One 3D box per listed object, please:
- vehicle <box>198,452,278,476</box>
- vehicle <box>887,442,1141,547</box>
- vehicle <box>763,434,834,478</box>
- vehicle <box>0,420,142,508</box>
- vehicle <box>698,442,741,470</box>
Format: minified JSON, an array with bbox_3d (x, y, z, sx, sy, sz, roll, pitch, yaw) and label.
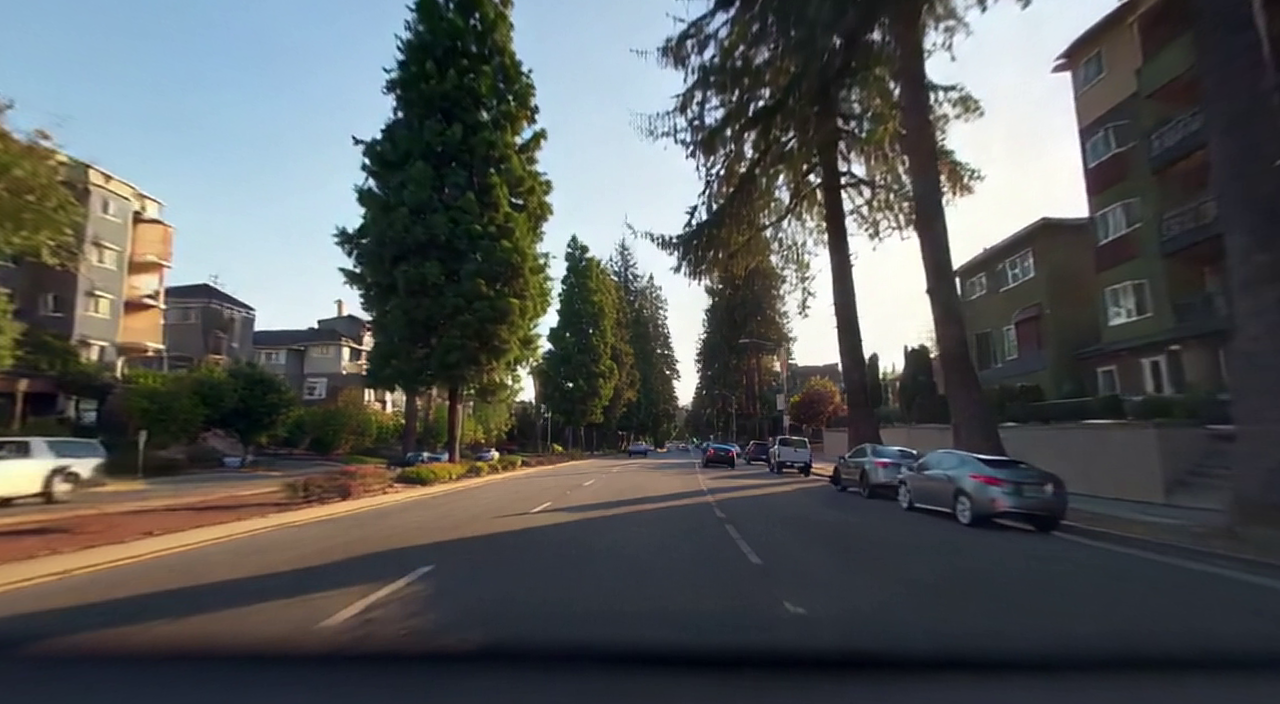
[{"bbox_3d":[-29.658,8.212,46.544,4.598,1.661,1.958,7,-11,-40],"label":"vehicle"},{"bbox_3d":[6.605,2.518,12.009,1.959,1.538,4.953,0,-9,2],"label":"vehicle"},{"bbox_3d":[7.730,5.155,31.438,2.213,1.949,5.907,0,-9,2],"label":"vehicle"},{"bbox_3d":[-15.210,2.644,15.030,2.049,1.933,5.586,0,-8,0],"label":"vehicle"},{"bbox_3d":[4.537,6.017,36.572,2.128,1.502,4.572,0,-9,3],"label":"vehicle"}]
